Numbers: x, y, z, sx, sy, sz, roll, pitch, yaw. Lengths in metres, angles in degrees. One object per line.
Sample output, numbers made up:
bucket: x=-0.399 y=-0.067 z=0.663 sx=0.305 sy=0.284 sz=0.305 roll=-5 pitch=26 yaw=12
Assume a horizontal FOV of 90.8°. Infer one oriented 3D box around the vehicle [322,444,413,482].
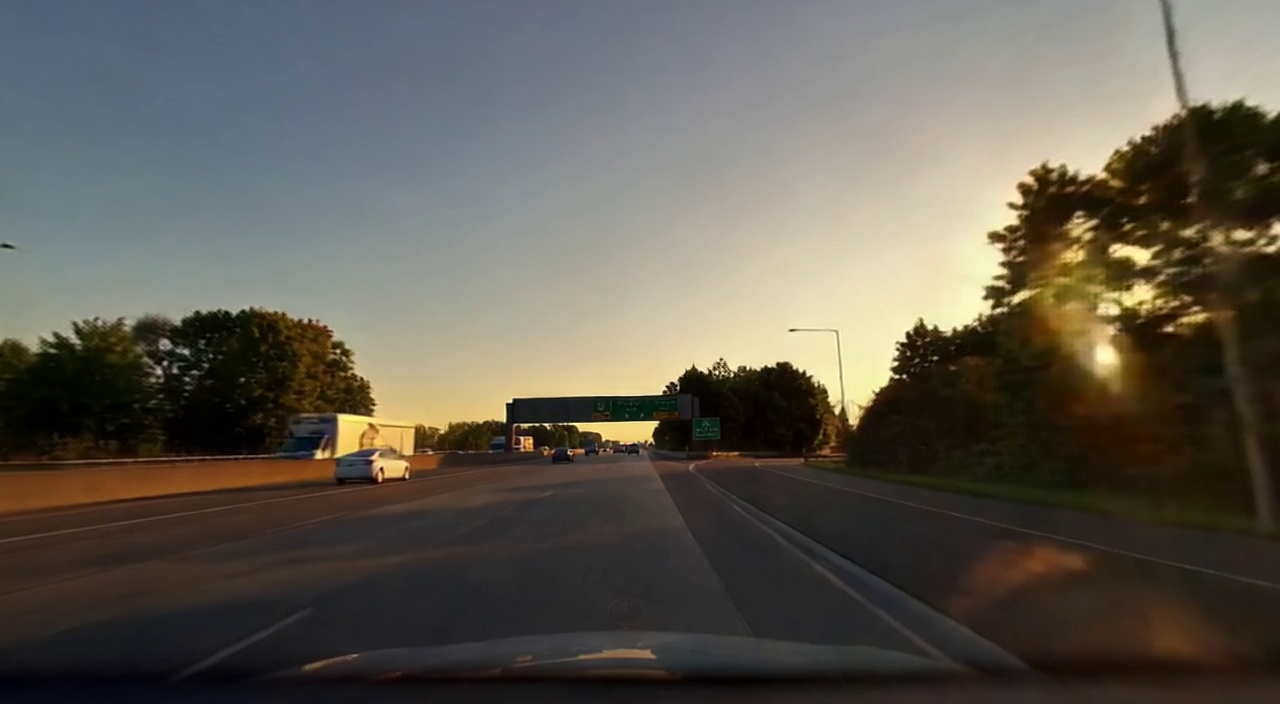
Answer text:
vehicle: x=-11.528 y=4.700 z=27.045 sx=1.981 sy=1.503 sz=4.207 roll=0 pitch=-9 yaw=1
